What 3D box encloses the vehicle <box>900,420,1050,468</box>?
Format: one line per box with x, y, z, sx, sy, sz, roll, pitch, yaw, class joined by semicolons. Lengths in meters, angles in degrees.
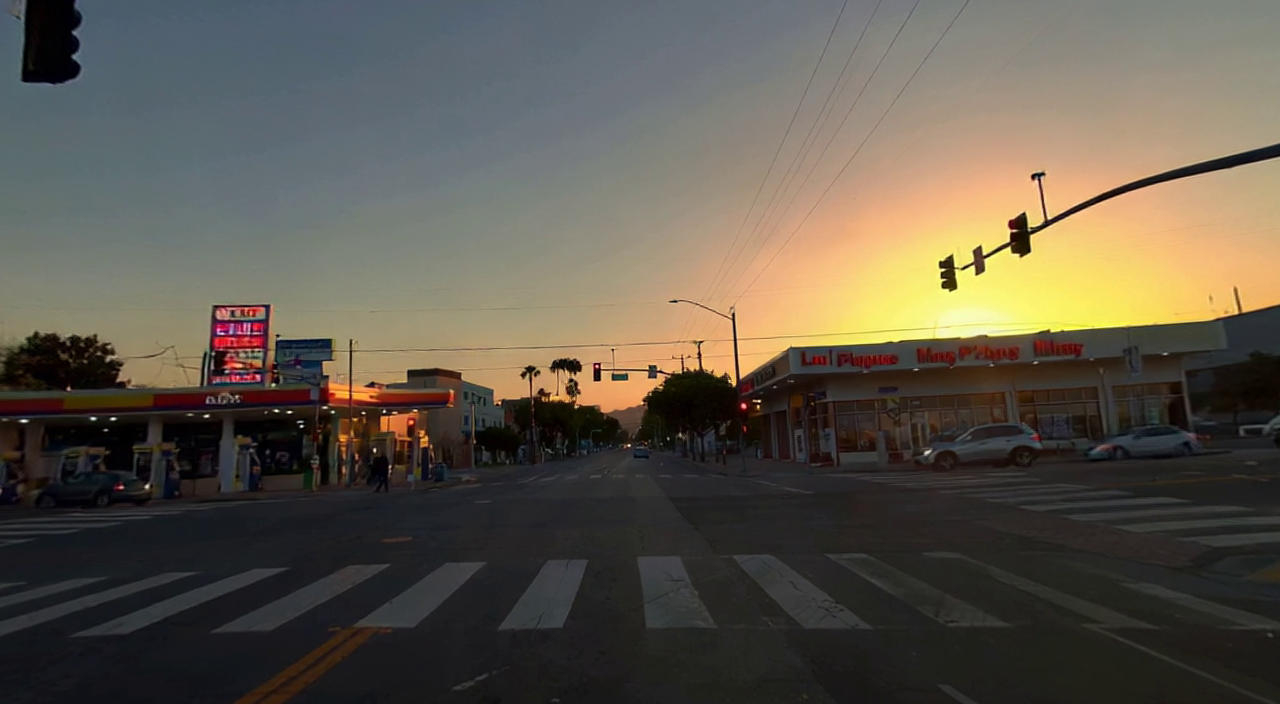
13.013;3.652;24.948;4.916;1.730;1.986;-4;-9;21;vehicle

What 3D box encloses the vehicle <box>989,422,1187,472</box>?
14.354;3.098;20.626;4.835;1.487;1.913;-4;-9;20;vehicle

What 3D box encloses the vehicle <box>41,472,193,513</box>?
-21.163;5.678;25.653;4.676;1.463;1.909;-1;-8;6;vehicle
